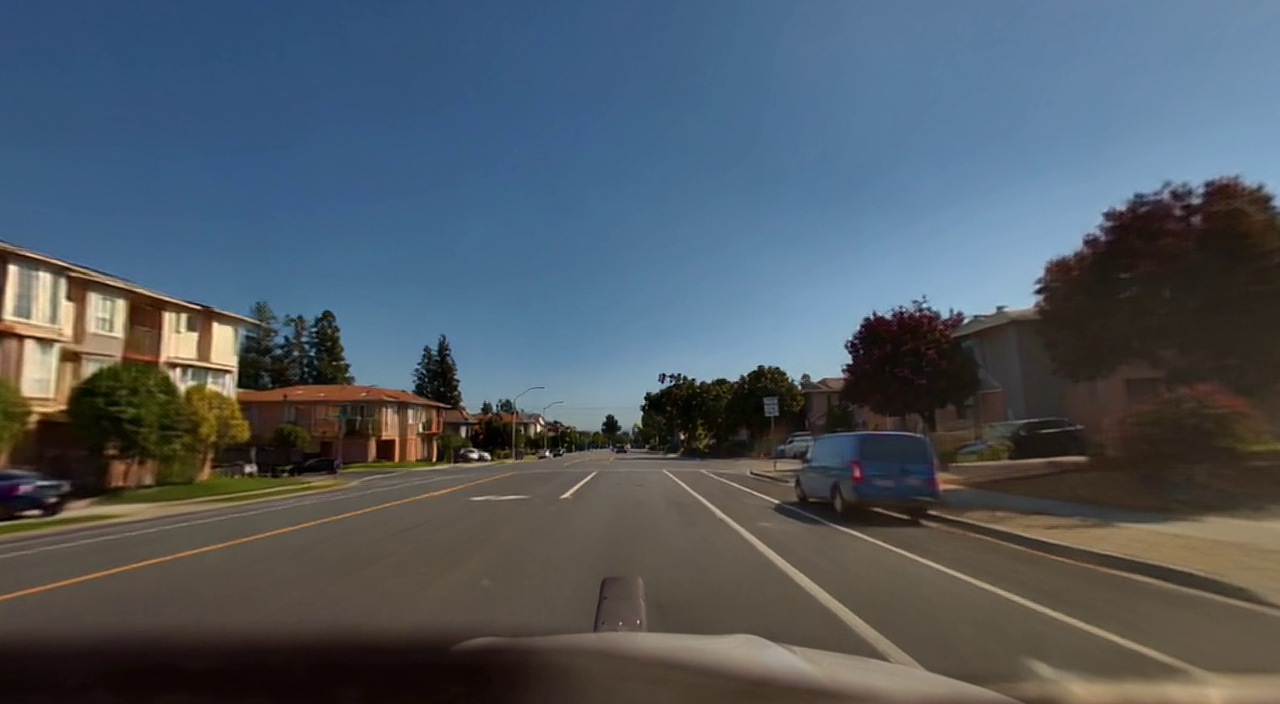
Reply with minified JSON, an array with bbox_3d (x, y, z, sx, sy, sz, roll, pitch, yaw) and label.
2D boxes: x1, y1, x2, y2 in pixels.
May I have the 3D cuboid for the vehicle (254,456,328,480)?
[{"bbox_3d":[-22.787,7.596,41.344,3.687,1.465,1.855,0,-8,-1],"label":"vehicle"}]

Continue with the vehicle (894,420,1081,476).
[{"bbox_3d":[12.114,3.383,22.275,5.202,1.730,2.357,-1,-9,-5],"label":"vehicle"}]

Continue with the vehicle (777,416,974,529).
[{"bbox_3d":[4.438,2.359,12.937,2.052,1.859,4.778,0,-9,-2],"label":"vehicle"}]
